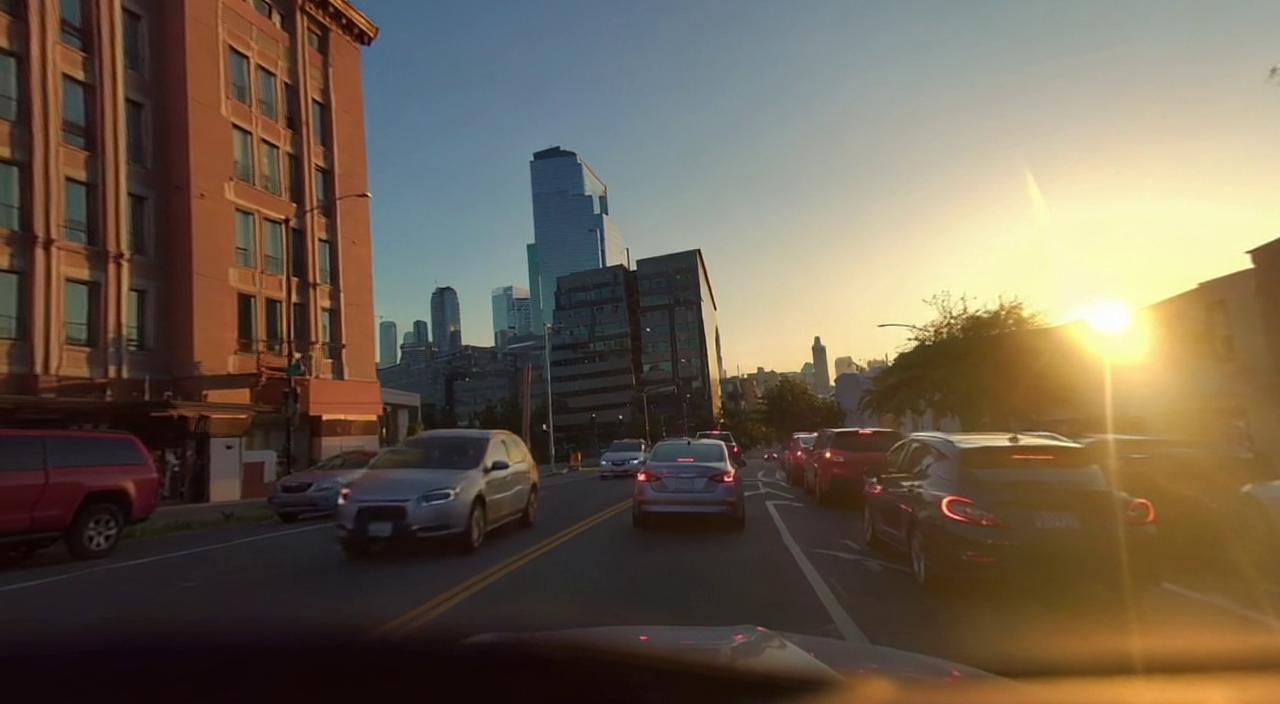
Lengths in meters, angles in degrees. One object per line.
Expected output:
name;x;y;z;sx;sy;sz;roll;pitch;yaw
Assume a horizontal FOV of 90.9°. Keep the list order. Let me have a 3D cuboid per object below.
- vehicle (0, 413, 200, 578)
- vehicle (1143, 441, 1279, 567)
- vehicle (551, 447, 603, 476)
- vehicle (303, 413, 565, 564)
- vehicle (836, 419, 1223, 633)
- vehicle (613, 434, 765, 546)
vehicle;-7.874;1.694;7.265;1.934;1.770;4.546;-6;-9;9
vehicle;8.605;1.813;7.492;1.901;1.500;4.729;-1;-8;9
vehicle;-3.511;6.222;36.072;1.930;1.480;4.174;-1;-8;9
vehicle;-2.710;1.926;9.691;2.030;1.730;4.453;-1;-8;8
vehicle;3.469;1.567;6.755;1.982;1.510;4.144;-1;-8;9
vehicle;0.910;2.122;10.378;2.031;1.461;3.763;-1;-8;8
